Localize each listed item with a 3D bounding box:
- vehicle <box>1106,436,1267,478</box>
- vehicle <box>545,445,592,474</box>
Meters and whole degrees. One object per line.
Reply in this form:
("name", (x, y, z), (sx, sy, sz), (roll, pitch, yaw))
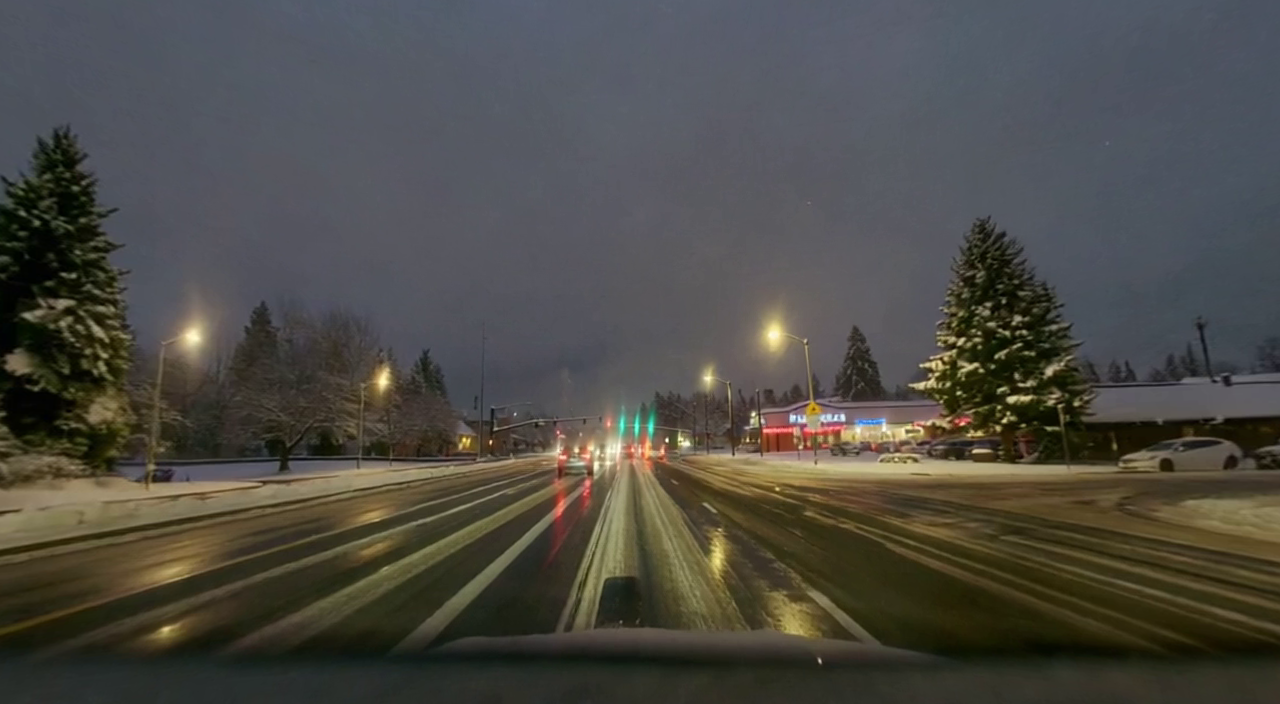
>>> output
("vehicle", (21.477, 4.124, 24.972), (4.551, 1.555, 2.018), (0, -9, -3))
("vehicle", (-3.839, 5.862, 34.688), (2.097, 1.497, 4.571), (0, -9, 0))
